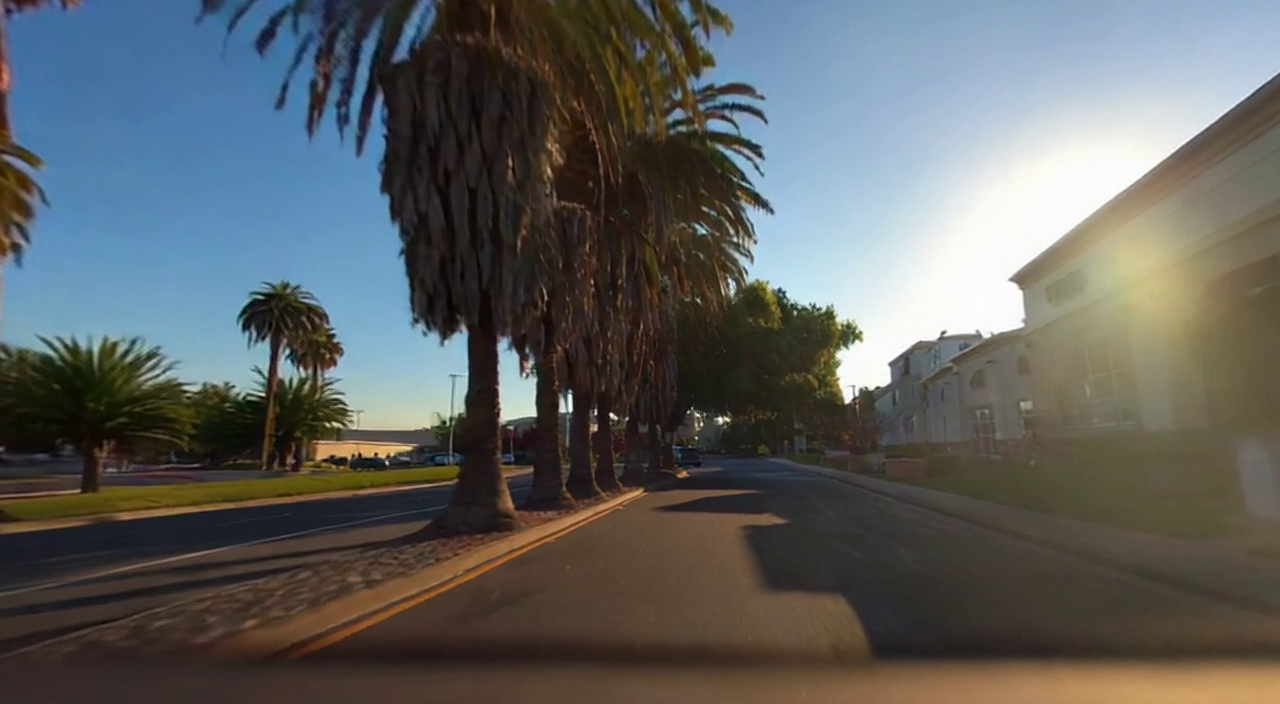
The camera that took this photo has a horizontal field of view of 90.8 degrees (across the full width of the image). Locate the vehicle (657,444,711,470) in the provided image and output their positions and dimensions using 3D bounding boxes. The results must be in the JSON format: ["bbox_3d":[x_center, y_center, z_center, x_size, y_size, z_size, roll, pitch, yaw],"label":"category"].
[{"bbox_3d":[3.275,7.959,47.949,2.174,1.863,4.651,3,-9,-23],"label":"vehicle"}]
